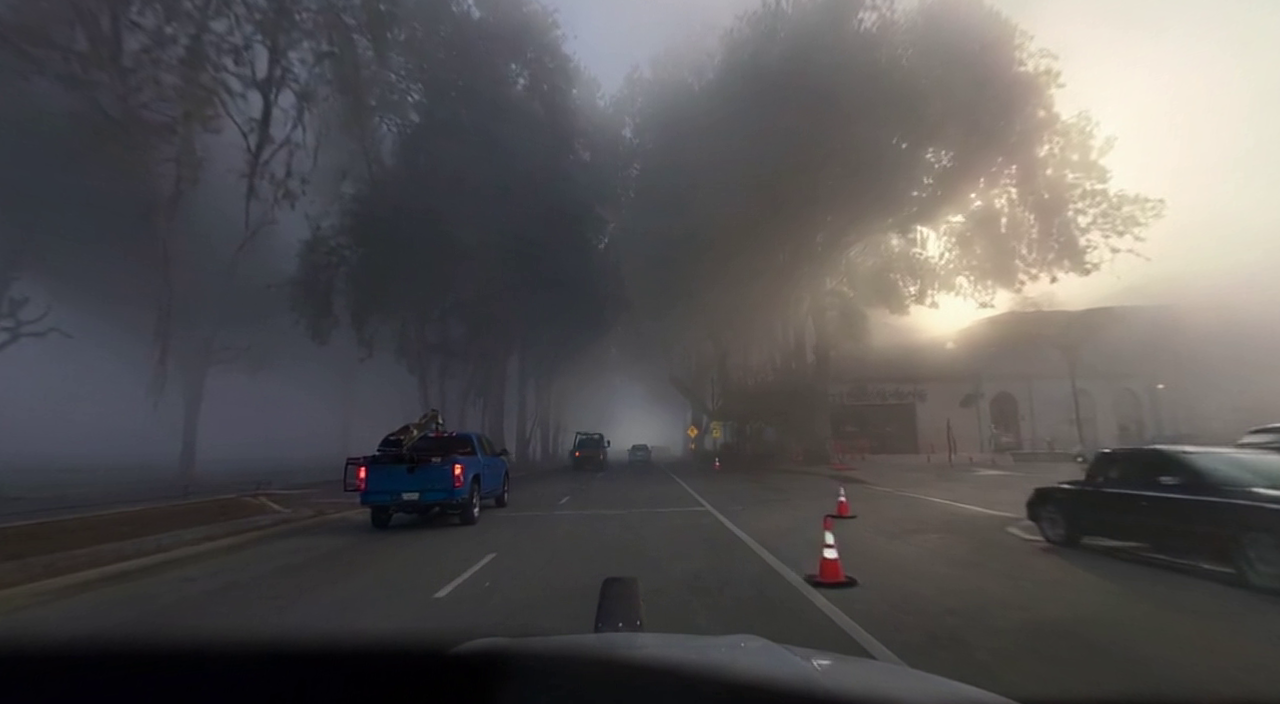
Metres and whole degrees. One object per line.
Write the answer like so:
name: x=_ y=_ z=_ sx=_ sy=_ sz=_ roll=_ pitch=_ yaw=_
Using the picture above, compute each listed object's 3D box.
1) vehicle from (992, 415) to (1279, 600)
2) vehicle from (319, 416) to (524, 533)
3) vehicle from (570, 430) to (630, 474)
vehicle: x=6.669 y=1.630 z=7.289 sx=2.126 sy=1.642 sz=4.888 roll=0 pitch=-8 yaw=-4
vehicle: x=-3.773 y=2.217 z=11.996 sx=2.327 sy=1.775 sz=4.430 roll=0 pitch=-8 yaw=-1
vehicle: x=-1.943 y=5.126 z=32.560 sx=2.424 sy=2.063 sz=5.678 roll=-1 pitch=-8 yaw=3
